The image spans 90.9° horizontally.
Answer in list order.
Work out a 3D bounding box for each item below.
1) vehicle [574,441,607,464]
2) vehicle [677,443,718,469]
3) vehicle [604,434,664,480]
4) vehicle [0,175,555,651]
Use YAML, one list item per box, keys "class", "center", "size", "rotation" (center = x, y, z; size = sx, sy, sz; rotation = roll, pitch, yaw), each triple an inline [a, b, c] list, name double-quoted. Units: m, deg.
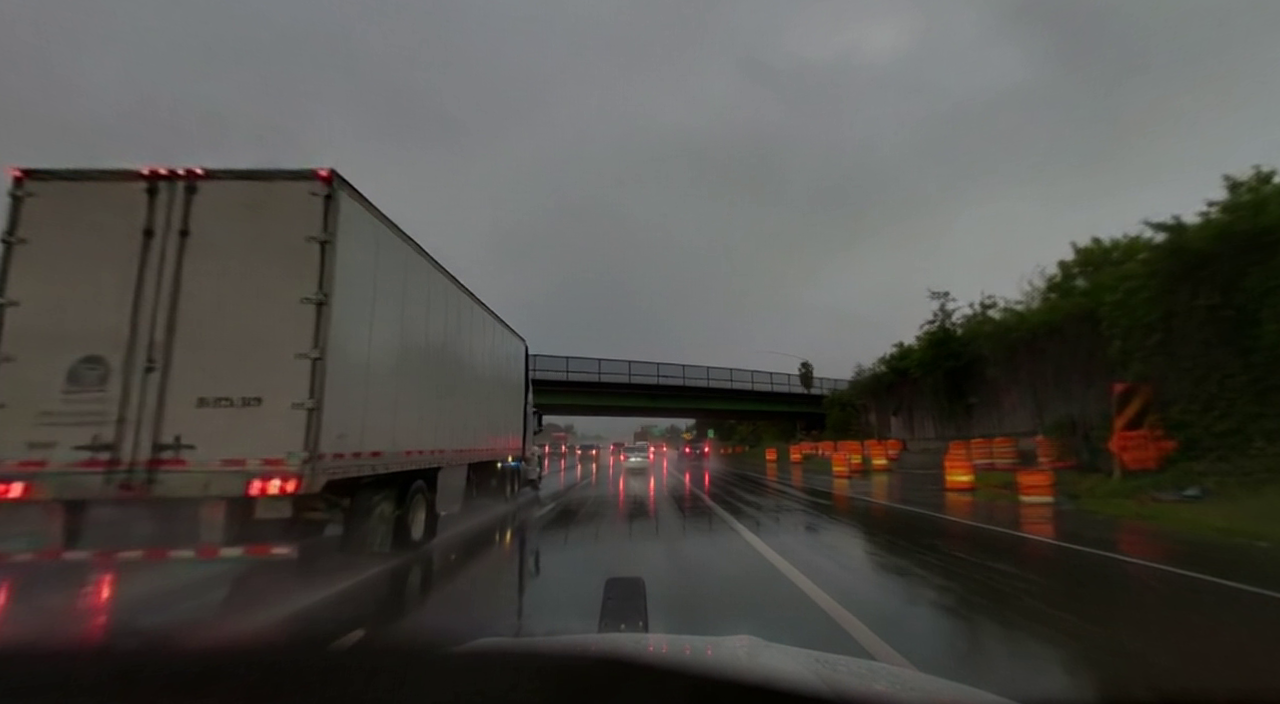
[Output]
- class: "vehicle"
  center: [-3.746, 7.642, 48.208]
  size: [2.124, 1.639, 4.344]
  rotation: [0, -8, 1]
- class: "vehicle"
  center: [3.386, 6.215, 38.028]
  size: [2.003, 1.465, 4.092]
  rotation: [0, -8, -1]
- class: "vehicle"
  center: [-0.221, 4.280, 25.961]
  size: [2.270, 1.696, 4.061]
  rotation: [0, -8, 0]
- class: "vehicle"
  center: [-3.683, 1.142, 9.849]
  size: [3.075, 3.276, 11.073]
  rotation: [0, -8, 1]
